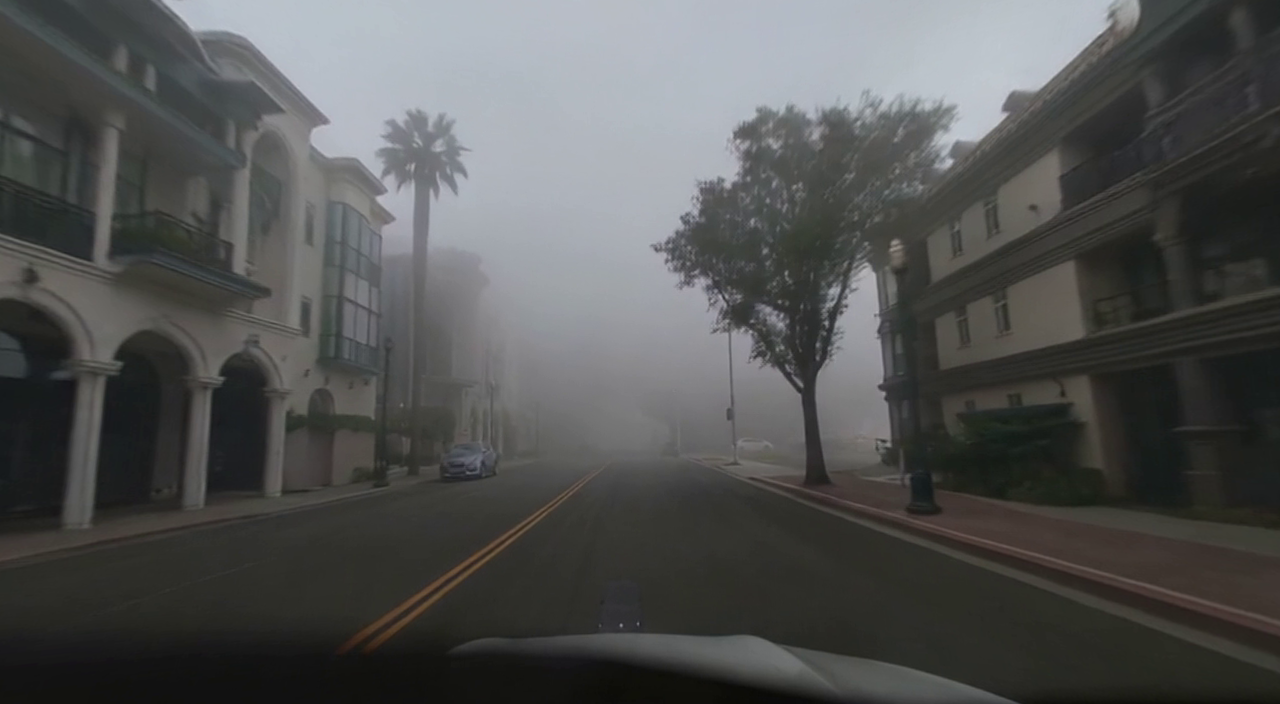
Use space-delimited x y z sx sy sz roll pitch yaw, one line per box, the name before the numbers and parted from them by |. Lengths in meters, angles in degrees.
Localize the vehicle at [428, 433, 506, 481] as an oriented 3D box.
vehicle | -6.807 4.161 25.327 1.946 1.640 4.430 -2 -8 -1
